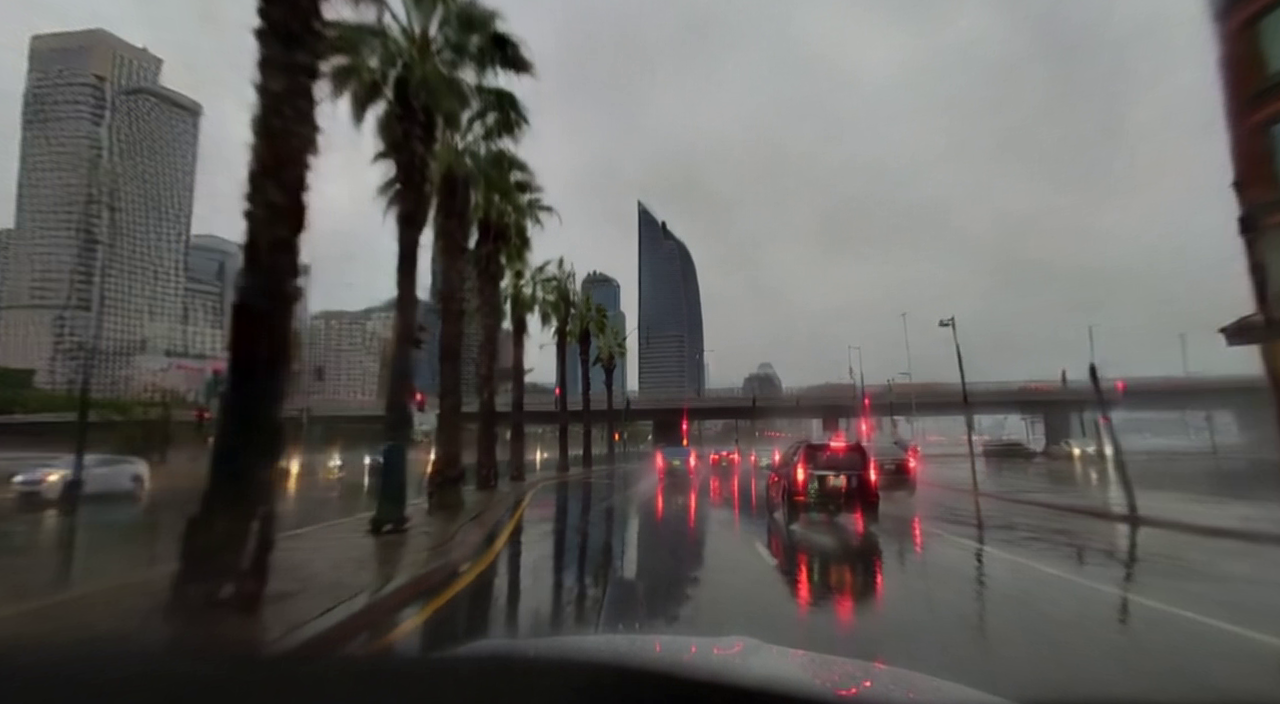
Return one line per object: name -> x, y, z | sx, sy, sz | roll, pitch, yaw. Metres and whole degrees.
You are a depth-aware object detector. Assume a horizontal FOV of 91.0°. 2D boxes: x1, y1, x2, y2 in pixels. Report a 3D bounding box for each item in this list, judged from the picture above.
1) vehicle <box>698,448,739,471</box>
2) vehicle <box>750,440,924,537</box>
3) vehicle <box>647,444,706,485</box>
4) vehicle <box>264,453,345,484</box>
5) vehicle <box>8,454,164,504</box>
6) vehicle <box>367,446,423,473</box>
vehicle -> 5.508, 7.367, 43.488 | 2.134, 1.492, 4.674 | -2, -9, 15
vehicle -> 3.526, 2.514, 12.398 | 2.051, 1.509, 4.933 | 0, -9, 3
vehicle -> 1.561, 4.538, 25.640 | 2.077, 1.518, 3.760 | -1, -9, 8
vehicle -> -17.789, 6.151, 33.627 | 1.912, 1.482, 4.495 | 0, -9, -1
vehicle -> -19.921, 4.549, 22.937 | 1.850, 1.590, 4.201 | 0, -9, -1
vehicle -> -17.337, 7.612, 44.819 | 2.040, 1.749, 4.796 | 0, -9, 0
